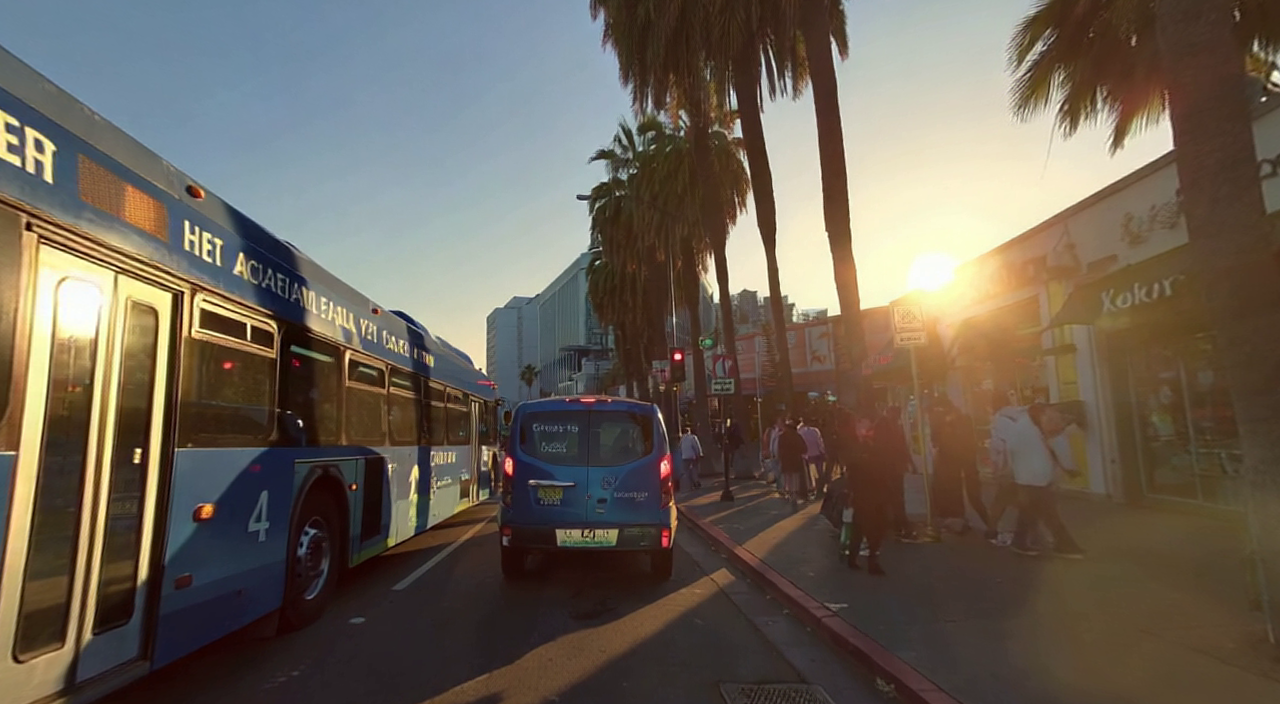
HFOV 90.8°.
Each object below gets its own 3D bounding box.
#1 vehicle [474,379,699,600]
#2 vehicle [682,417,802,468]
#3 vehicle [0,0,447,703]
[{"bbox_3d":[-0.791,1.521,7.802,2.002,1.907,4.211,1,-9,-9],"label":"vehicle"},{"bbox_3d":[4.643,4.182,29.237,4.996,2.251,2.283,1,-8,-6],"label":"vehicle"},{"bbox_3d":[-3.761,0.129,3.037,2.863,3.233,11.573,0,-8,-4],"label":"vehicle"}]
